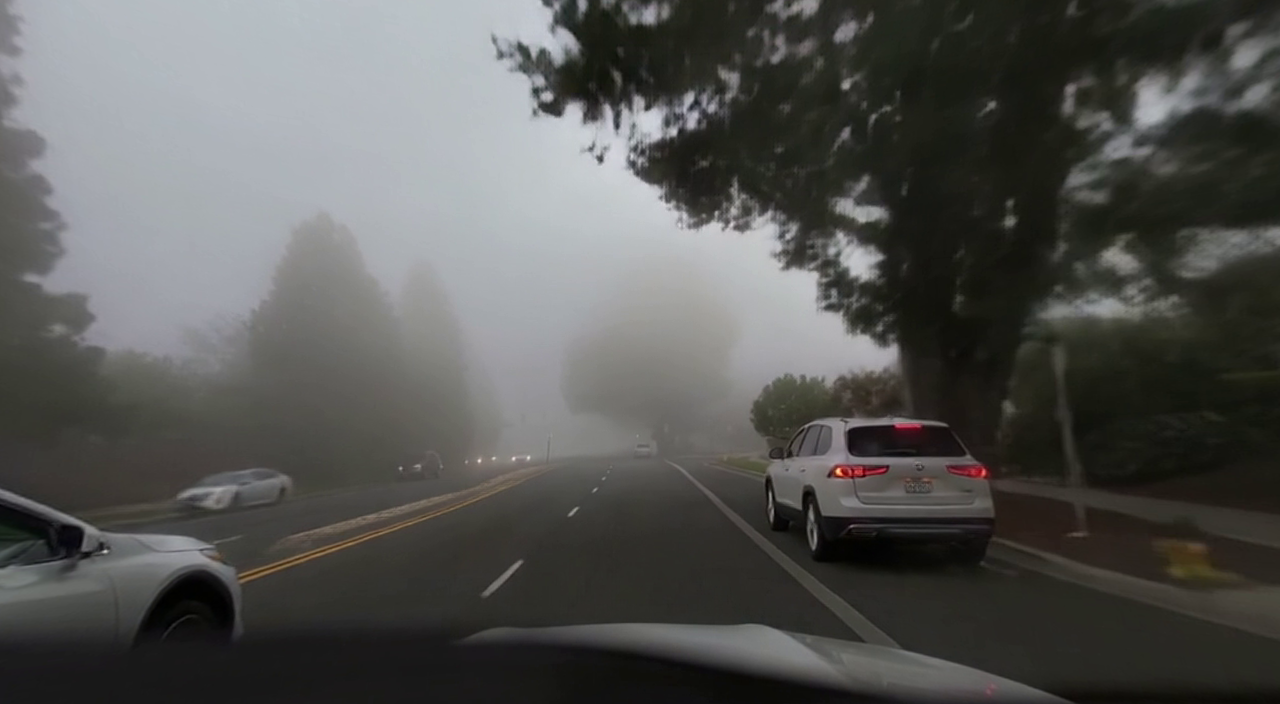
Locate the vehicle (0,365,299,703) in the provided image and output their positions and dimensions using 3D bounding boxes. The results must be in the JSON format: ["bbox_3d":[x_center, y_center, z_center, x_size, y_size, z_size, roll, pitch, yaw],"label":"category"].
[{"bbox_3d":[-3.333,0.836,1.891,2.058,1.659,4.514,-1,-8,0],"label":"vehicle"}]

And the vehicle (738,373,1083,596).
[{"bbox_3d":[2.962,1.653,8.771,2.338,2.063,5.592,-1,-8,1],"label":"vehicle"}]

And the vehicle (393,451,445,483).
[{"bbox_3d":[-13.541,7.033,38.836,1.931,1.788,4.224,0,-9,-4],"label":"vehicle"}]
